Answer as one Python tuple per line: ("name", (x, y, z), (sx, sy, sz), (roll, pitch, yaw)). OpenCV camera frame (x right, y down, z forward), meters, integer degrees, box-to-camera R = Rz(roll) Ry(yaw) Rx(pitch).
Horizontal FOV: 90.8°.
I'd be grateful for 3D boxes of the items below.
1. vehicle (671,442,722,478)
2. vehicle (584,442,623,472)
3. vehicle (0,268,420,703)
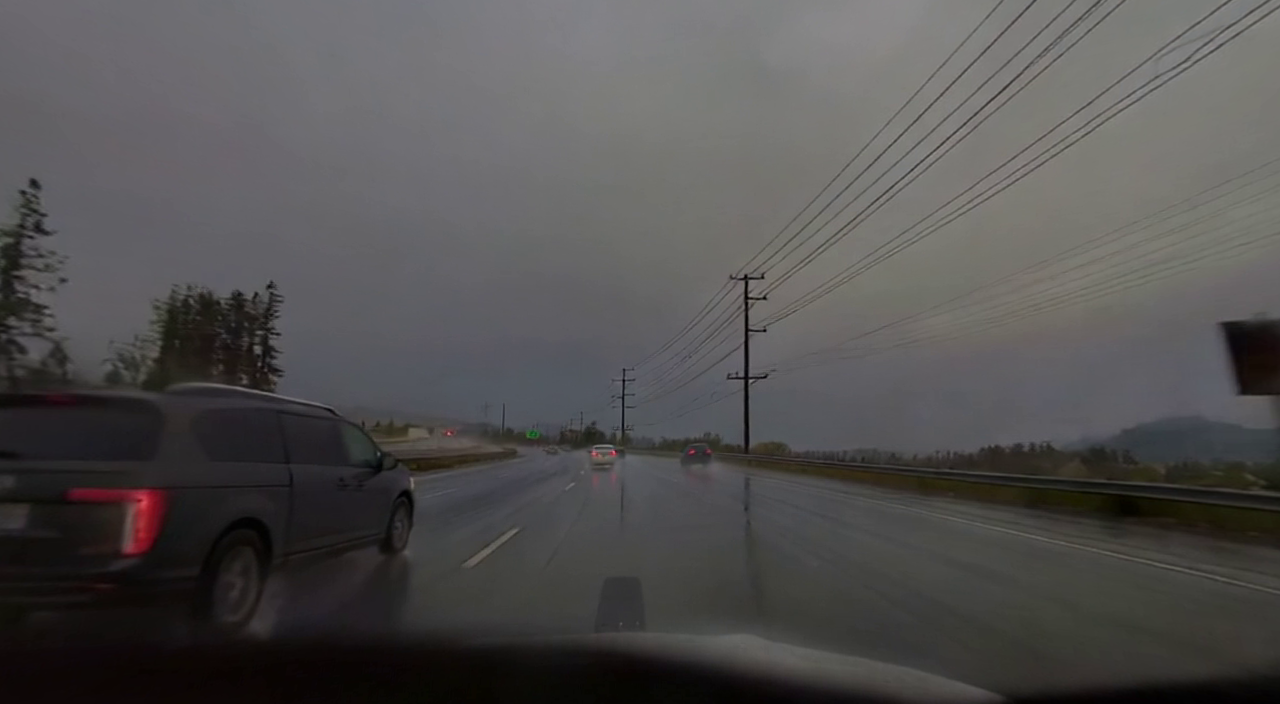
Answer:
("vehicle", (2.558, 4.982, 29.411), (1.789, 1.503, 3.897), (0, -8, -3))
("vehicle", (-2.275, 6.335, 38.364), (2.188, 1.714, 3.921), (1, -8, -5))
("vehicle", (-4.100, 1.083, 5.271), (2.475, 2.152, 5.837), (0, -8, -1))
